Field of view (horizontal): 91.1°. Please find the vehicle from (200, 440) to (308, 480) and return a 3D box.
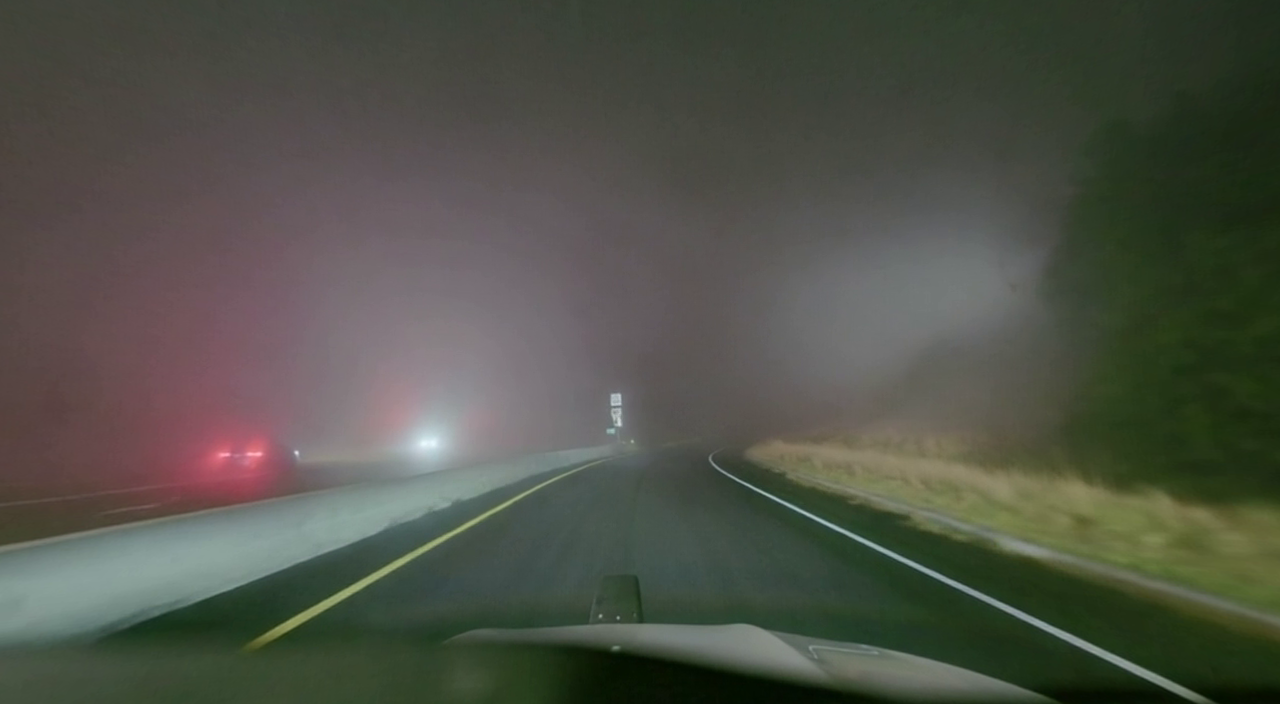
[{"bbox_3d":[-15.548,4.333,25.609,1.895,1.451,4.168,0,-8,-2],"label":"vehicle"}]
